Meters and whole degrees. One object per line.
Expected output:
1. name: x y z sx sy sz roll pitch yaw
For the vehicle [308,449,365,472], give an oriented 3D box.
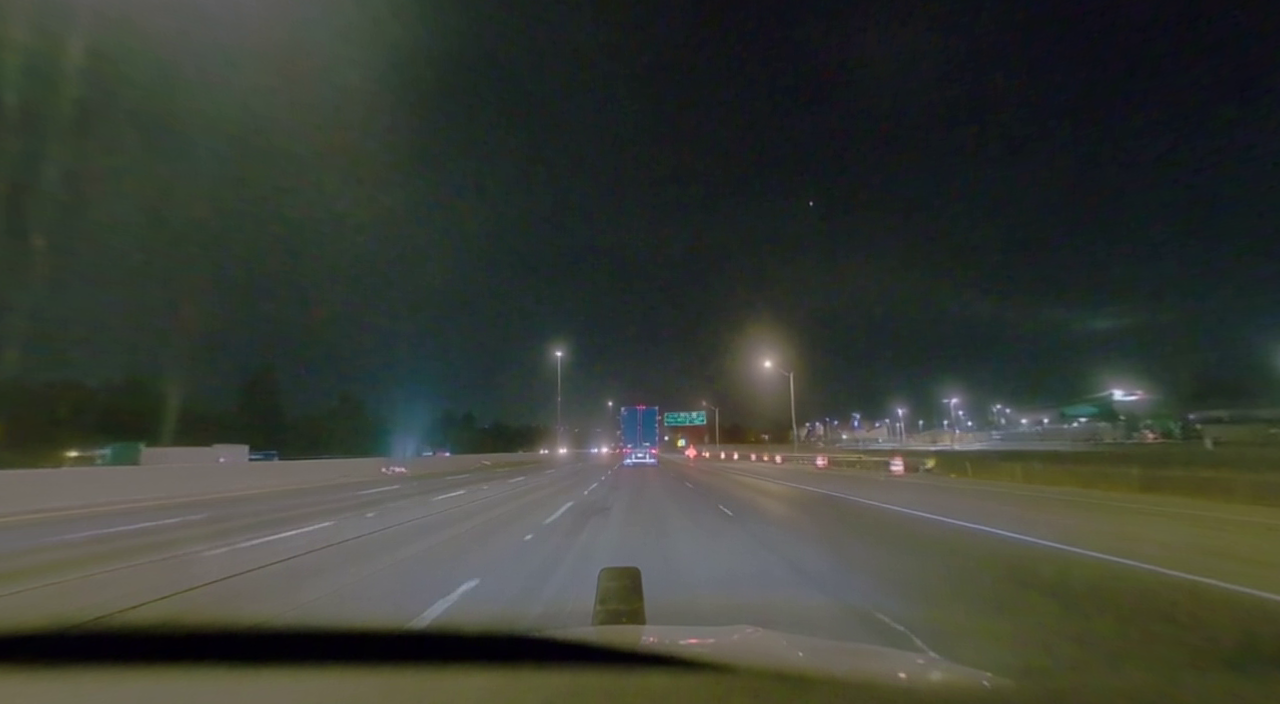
1. vehicle: -20.402 7.277 42.466 1.953 1.484 3.843 0 -9 0
